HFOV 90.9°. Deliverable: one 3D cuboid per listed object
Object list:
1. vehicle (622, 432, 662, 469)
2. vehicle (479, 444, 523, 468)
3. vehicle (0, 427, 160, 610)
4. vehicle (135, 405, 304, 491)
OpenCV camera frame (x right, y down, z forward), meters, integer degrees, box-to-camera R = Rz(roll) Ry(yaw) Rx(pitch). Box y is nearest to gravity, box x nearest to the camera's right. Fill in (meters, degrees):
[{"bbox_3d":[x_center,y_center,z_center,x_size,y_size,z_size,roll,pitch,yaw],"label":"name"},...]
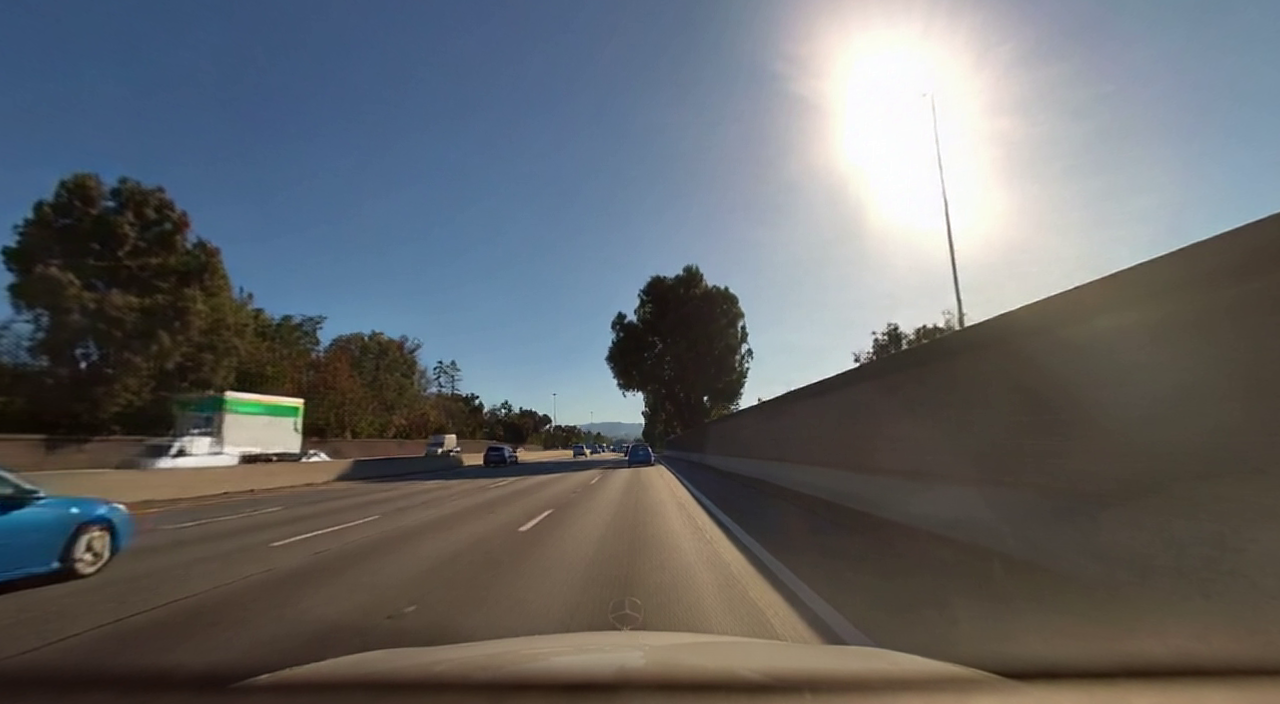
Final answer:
[{"bbox_3d":[0.103,6.153,39.491,2.318,2.145,4.561,0,-8,0],"label":"vehicle"},{"bbox_3d":[-10.122,7.587,46.140,2.037,1.661,4.885,0,-8,1],"label":"vehicle"},{"bbox_3d":[-6.633,1.383,5.024,2.116,1.570,4.377,0,-8,0],"label":"vehicle"},{"bbox_3d":[-14.184,3.313,21.792,2.499,2.625,4.804,0,-9,-1],"label":"vehicle"}]
